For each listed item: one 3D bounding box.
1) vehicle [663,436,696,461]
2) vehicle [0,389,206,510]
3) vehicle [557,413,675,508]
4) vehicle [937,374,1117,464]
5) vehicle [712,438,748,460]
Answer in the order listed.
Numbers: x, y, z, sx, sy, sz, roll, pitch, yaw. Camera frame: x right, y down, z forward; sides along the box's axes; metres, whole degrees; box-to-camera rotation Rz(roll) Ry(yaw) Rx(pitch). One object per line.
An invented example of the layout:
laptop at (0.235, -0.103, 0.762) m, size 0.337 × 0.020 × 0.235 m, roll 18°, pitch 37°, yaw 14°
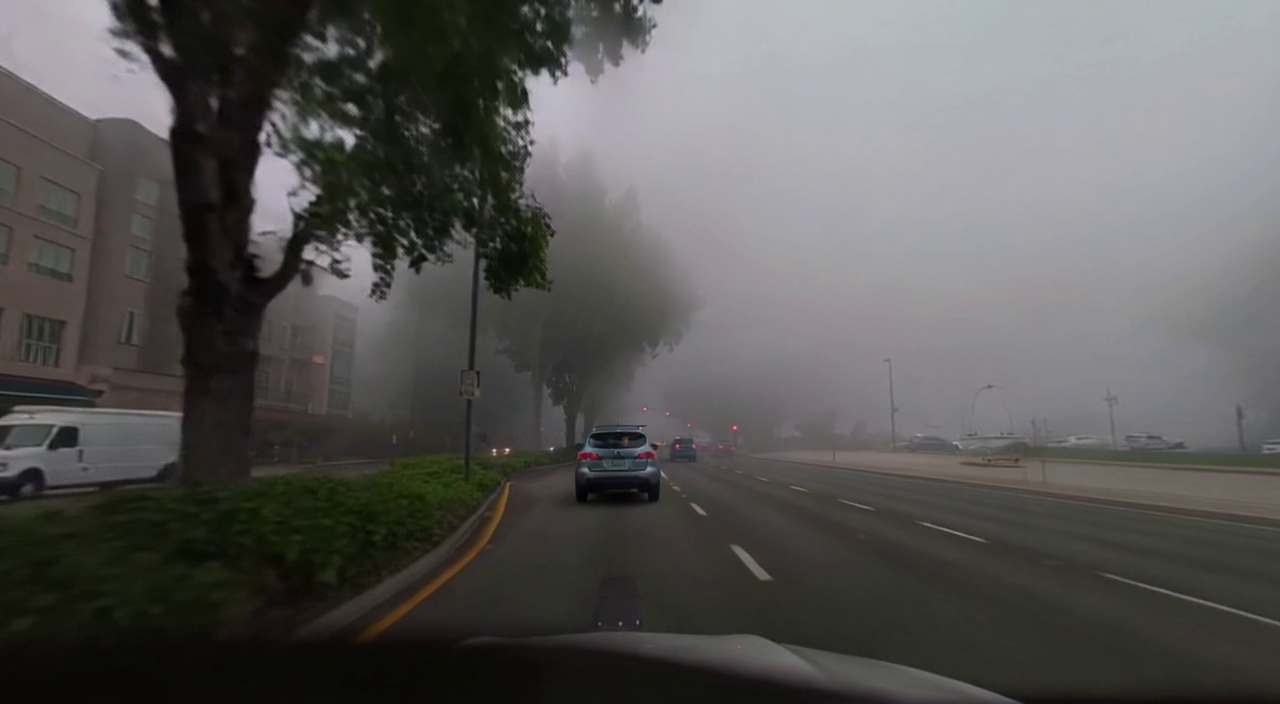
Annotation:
vehicle at (2.648, 6.641, 43.603) m, size 1.929 × 1.590 × 4.287 m, roll 0°, pitch -8°, yaw -1°
vehicle at (-19.076, 3.311, 21.707) m, size 2.811 × 3.399 × 7.898 m, roll 0°, pitch -9°, yaw -2°
vehicle at (-0.509, 2.403, 14.332) m, size 2.277 × 1.816 × 4.192 m, roll 0°, pitch -8°, yaw -1°
vehicle at (18.302, 3.458, 30.956) m, size 3.269 × 3.755 × 8.862 m, roll 0°, pitch -9°, yaw 2°
vehicle at (6.224, 6.790, 44.086) m, size 1.777 × 1.443 × 3.942 m, roll 0°, pitch -8°, yaw -2°
